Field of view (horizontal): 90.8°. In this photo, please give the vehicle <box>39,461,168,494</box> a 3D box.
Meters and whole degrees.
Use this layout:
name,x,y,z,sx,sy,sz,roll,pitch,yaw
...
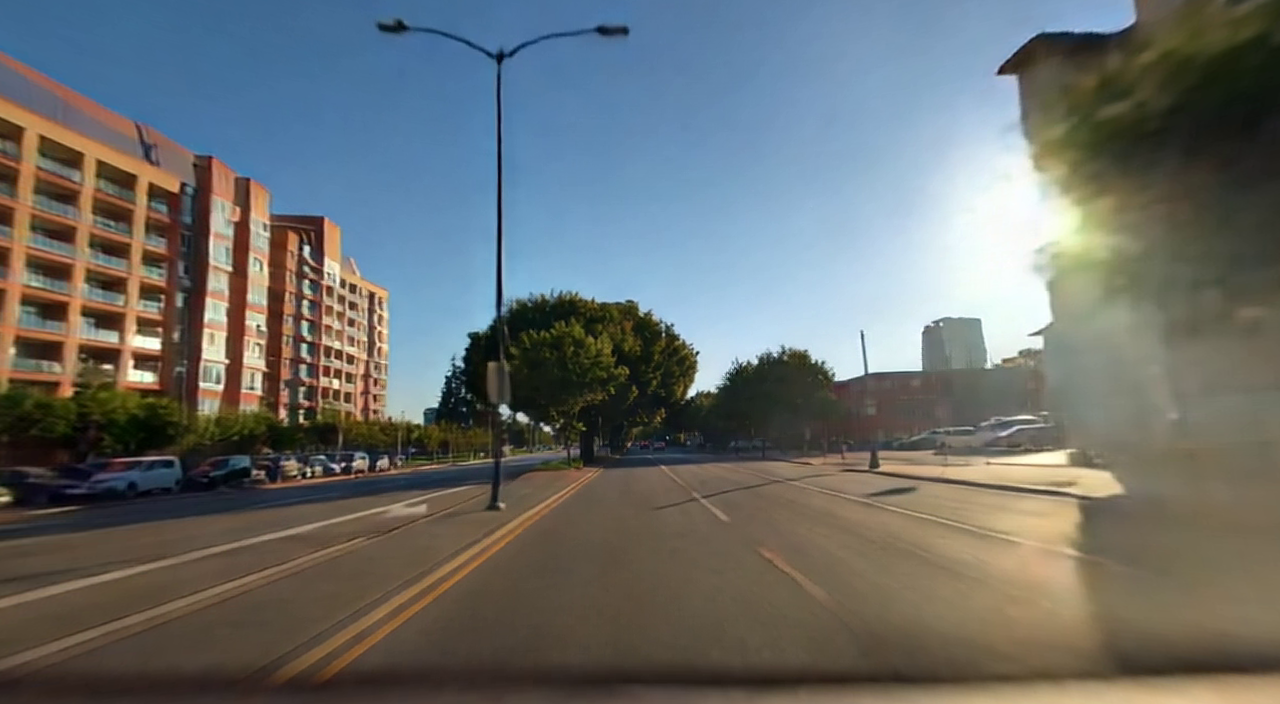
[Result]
name,x,y,z,sx,sy,sz,roll,pitch,yaw
vehicle,-26.033,6.085,30.883,4.329,1.423,1.954,4,-9,-24
